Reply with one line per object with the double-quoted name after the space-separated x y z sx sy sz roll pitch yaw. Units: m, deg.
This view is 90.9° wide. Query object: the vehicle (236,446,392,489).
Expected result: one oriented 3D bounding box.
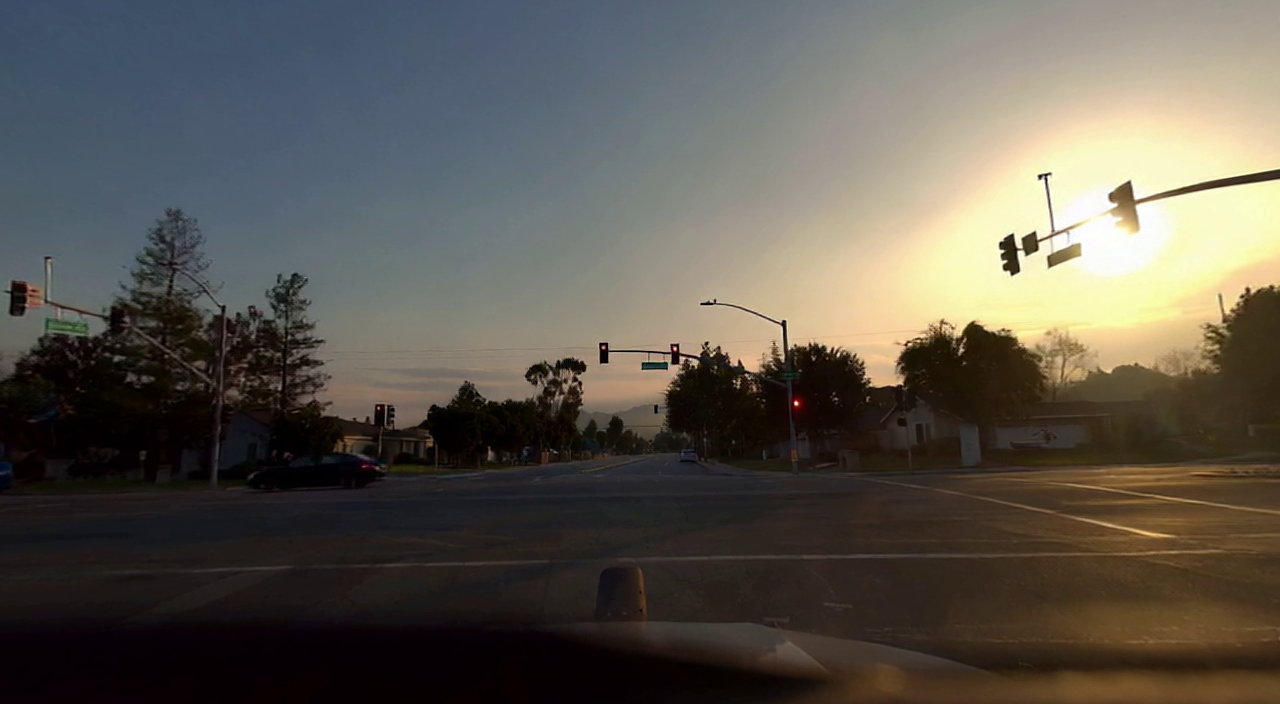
-11.608 4.131 22.654 4.562 1.460 1.822 0 -8 0 "vehicle"
